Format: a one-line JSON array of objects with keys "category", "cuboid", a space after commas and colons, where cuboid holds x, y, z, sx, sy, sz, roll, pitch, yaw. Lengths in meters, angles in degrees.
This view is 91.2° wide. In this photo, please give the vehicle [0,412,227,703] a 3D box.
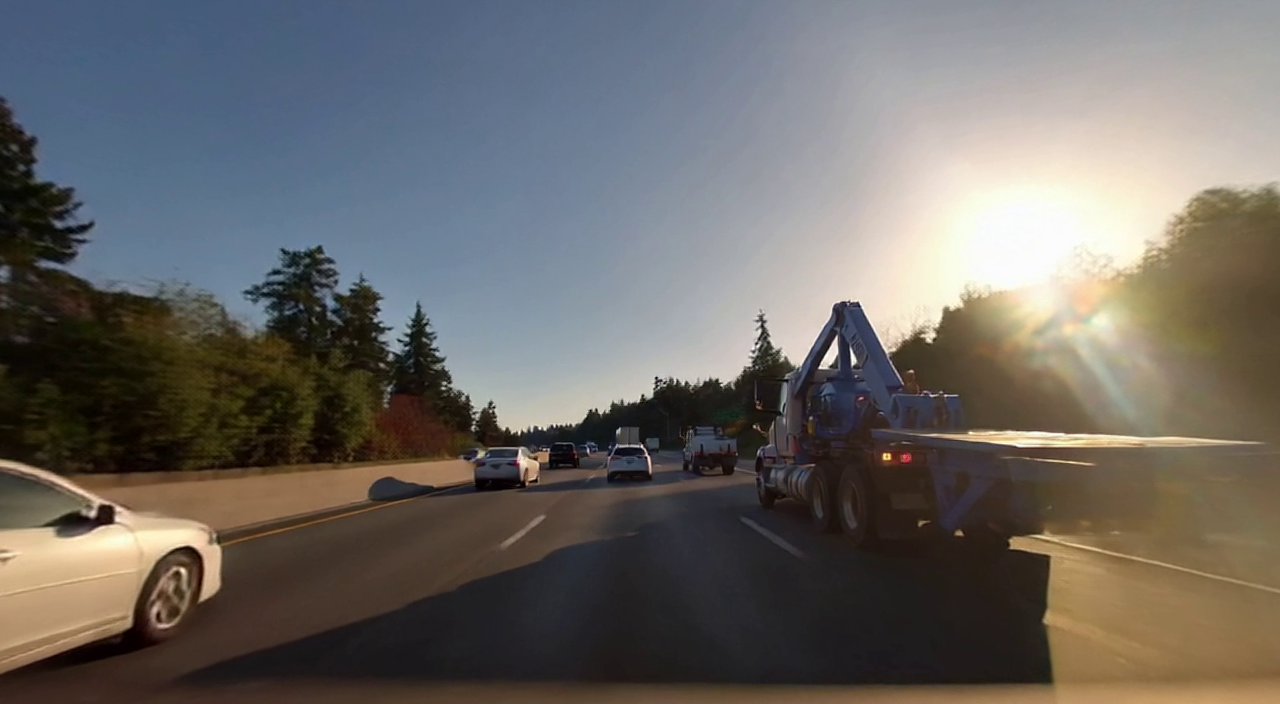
[{"category": "vehicle", "cuboid": [-4.123, 0.953, 2.375, 1.880, 1.507, 4.757, 0, -9, 0]}]

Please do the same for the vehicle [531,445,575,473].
[{"category": "vehicle", "cuboid": [-5.002, 6.207, 36.602, 1.924, 1.481, 4.264, 0, -9, 0]}]

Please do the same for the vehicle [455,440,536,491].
[{"category": "vehicle", "cuboid": [-4.782, 3.819, 21.329, 1.858, 1.527, 3.974, 0, -9, -1]}]

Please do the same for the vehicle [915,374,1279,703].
[{"category": "vehicle", "cuboid": [3.974, 0.973, 3.031, 2.599, 1.631, 5.693, 0, -9, -1]}]

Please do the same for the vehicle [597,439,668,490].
[{"category": "vehicle", "cuboid": [-0.278, 3.718, 20.926, 2.150, 1.498, 3.988, 0, -9, -2]}]

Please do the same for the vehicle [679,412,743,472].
[{"category": "vehicle", "cuboid": [3.636, 4.864, 33.670, 2.416, 2.829, 7.016, 0, -9, -2]}]

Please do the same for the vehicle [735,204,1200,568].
[{"category": "vehicle", "cuboid": [3.790, 0.909, 10.404, 2.975, 3.618, 8.456, 0, -9, -1]}]
